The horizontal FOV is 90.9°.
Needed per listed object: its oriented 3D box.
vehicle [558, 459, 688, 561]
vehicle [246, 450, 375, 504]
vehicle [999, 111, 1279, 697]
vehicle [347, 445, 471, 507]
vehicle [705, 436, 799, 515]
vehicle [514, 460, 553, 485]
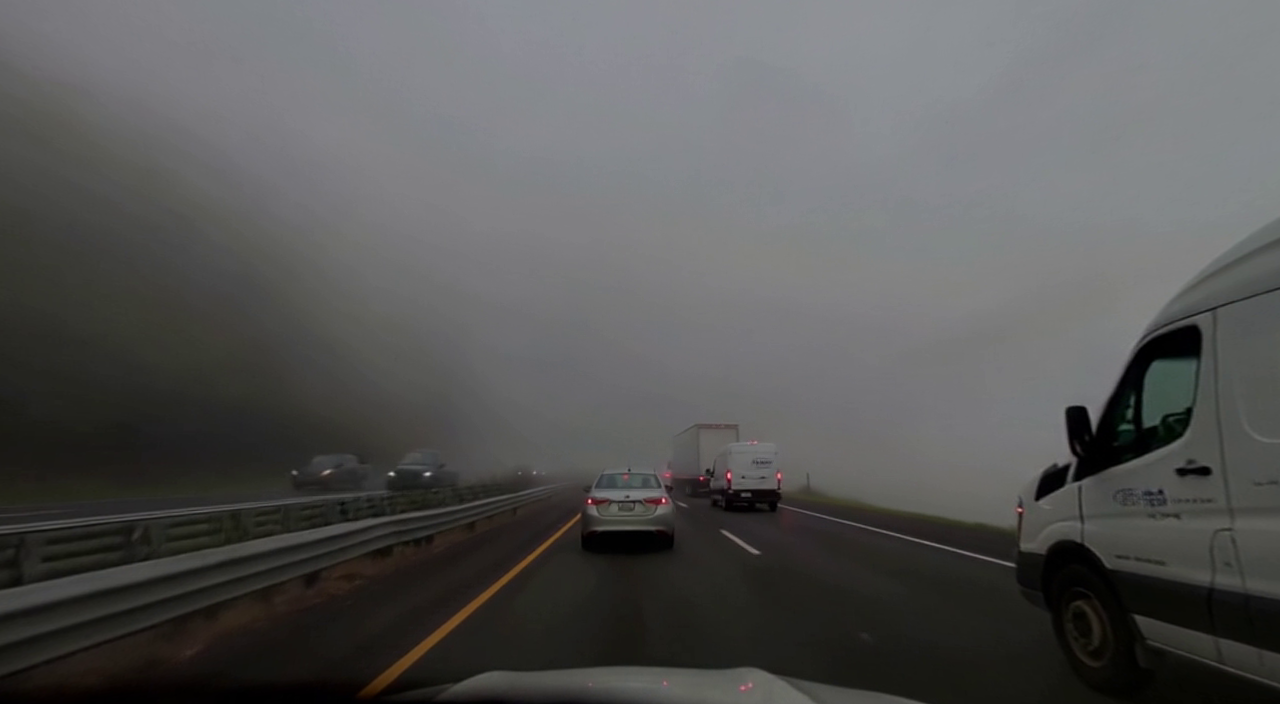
[{"bbox_3d":[-0.278,2.733,11.351,1.980,1.493,3.410,1,-11,-1],"label":"vehicle"},{"bbox_3d":[-10.337,3.972,20.170,1.872,1.510,4.266,1,-11,-1],"label":"vehicle"},{"bbox_3d":[5.571,0.031,2.418,2.890,3.726,9.269,1,-11,0],"label":"vehicle"},{"bbox_3d":[-6.830,3.769,19.243,2.069,1.628,4.479,1,-11,0],"label":"vehicle"},{"bbox_3d":[3.950,4.549,23.402,2.328,2.537,5.290,1,-11,-2],"label":"vehicle"},{"bbox_3d":[-7.286,8.341,43.479,2.012,1.601,4.042,1,-11,-1],"label":"vehicle"}]
